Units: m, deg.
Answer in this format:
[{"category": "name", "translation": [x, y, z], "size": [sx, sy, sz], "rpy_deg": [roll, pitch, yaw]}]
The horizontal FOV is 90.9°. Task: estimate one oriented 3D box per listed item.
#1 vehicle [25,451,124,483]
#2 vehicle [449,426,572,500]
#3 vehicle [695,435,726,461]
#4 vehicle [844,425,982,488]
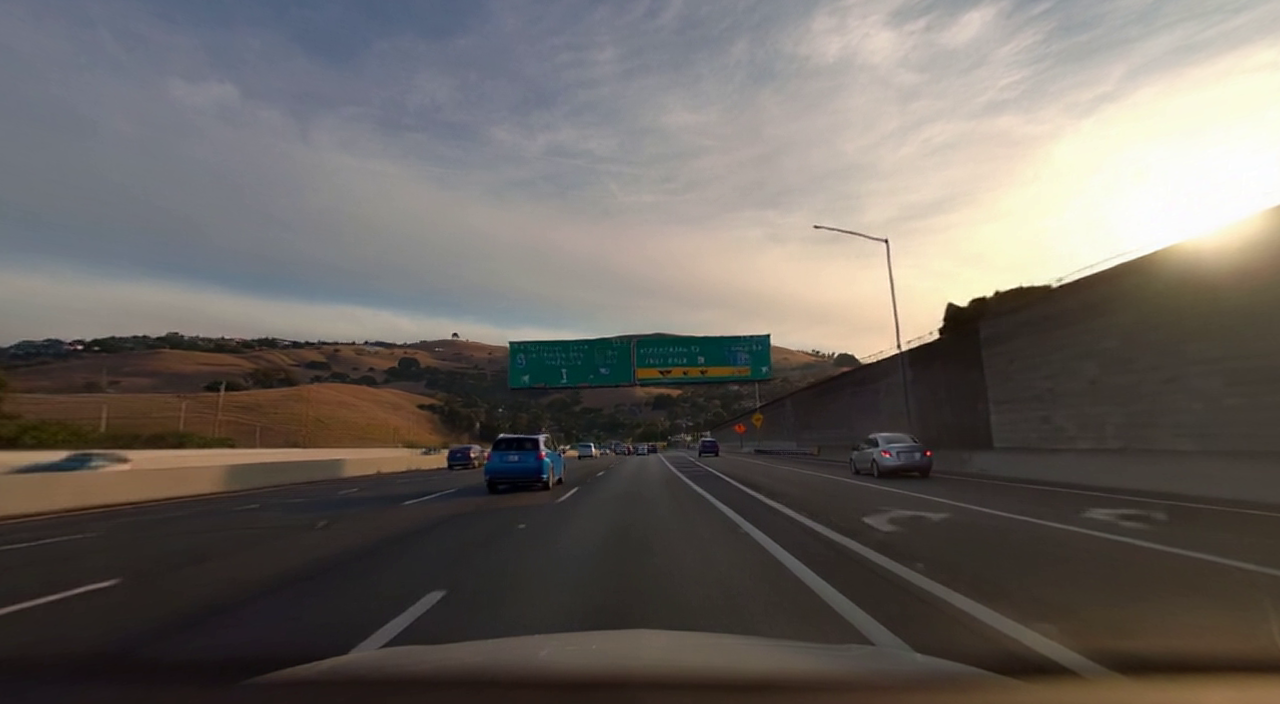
[{"category": "vehicle", "translation": [-31.953, 6.458, 35.789], "size": [1.697, 1.643, 4.128], "rpy_deg": [-1, -8, 1]}, {"category": "vehicle", "translation": [-3.348, 3.014, 17.591], "size": [2.210, 1.730, 5.133], "rpy_deg": [-1, -8, 2]}, {"category": "vehicle", "translation": [5.411, 7.419, 48.859], "size": [2.172, 1.824, 5.031], "rpy_deg": [-1, -8, 4]}, {"category": "vehicle", "translation": [8.017, 3.112, 19.083], "size": [2.122, 1.646, 4.491], "rpy_deg": [-1, -8, 0]}]
